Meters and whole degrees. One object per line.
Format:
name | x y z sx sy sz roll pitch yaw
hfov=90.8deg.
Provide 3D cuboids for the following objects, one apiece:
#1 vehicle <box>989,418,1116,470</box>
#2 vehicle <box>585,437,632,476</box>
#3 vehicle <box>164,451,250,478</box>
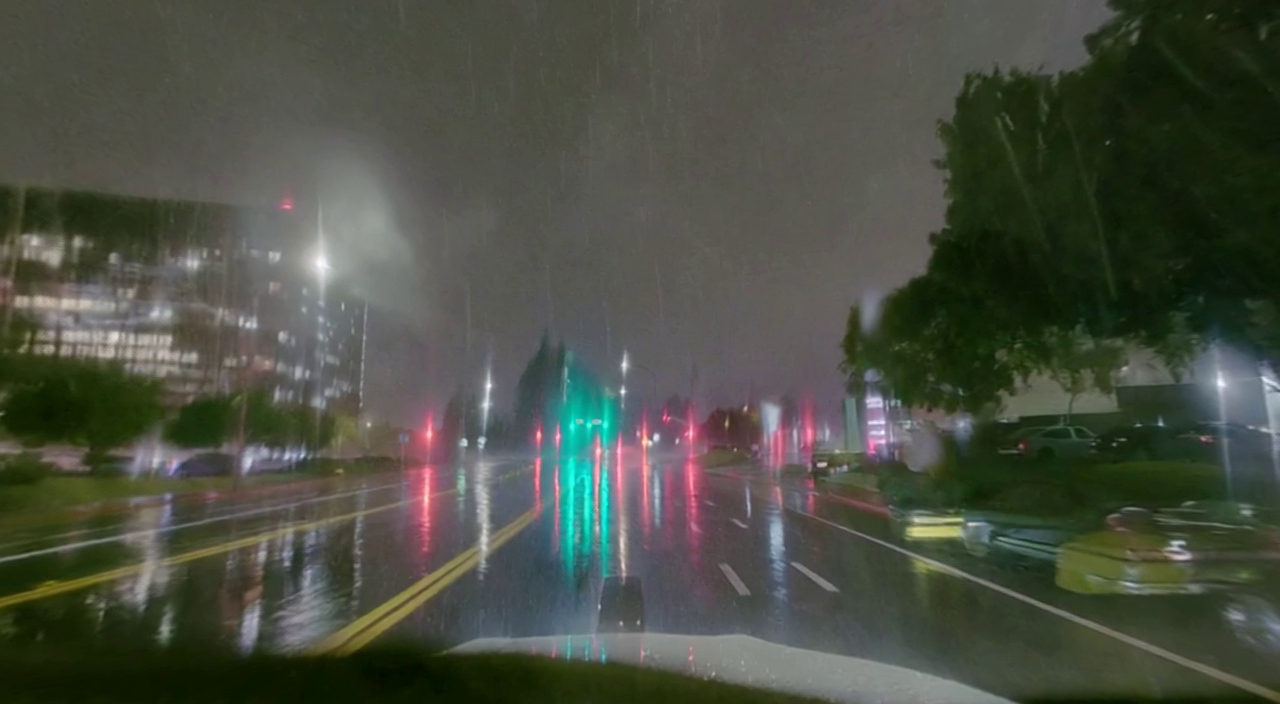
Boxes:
vehicle | 14.485 3.287 22.497 1.858 1.681 3.860 0 -8 0
vehicle | -1.640 5.304 32.389 2.230 1.827 4.298 0 -8 -3
vehicle | -26.311 6.835 38.631 1.876 1.503 4.910 0 -8 -1
